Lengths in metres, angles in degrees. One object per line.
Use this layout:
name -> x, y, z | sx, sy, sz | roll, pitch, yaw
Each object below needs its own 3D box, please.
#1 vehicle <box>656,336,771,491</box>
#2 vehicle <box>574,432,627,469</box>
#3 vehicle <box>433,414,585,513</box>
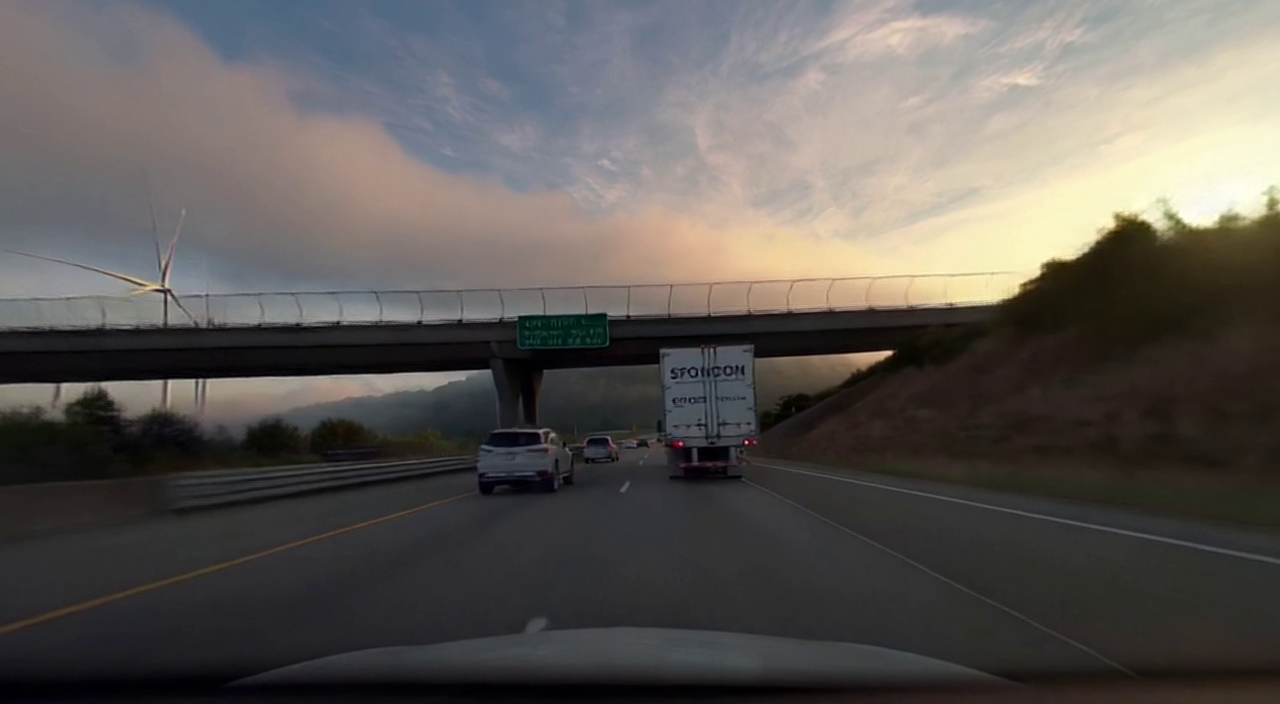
vehicle -> 2.084, 2.396, 22.542 | 2.906, 3.990, 12.551 | 0, -8, 2
vehicle -> -1.873, 4.878, 31.541 | 2.167, 1.686, 4.946 | 0, -8, 2
vehicle -> -2.646, 2.389, 14.095 | 2.283, 1.814, 4.568 | 0, -8, 2
